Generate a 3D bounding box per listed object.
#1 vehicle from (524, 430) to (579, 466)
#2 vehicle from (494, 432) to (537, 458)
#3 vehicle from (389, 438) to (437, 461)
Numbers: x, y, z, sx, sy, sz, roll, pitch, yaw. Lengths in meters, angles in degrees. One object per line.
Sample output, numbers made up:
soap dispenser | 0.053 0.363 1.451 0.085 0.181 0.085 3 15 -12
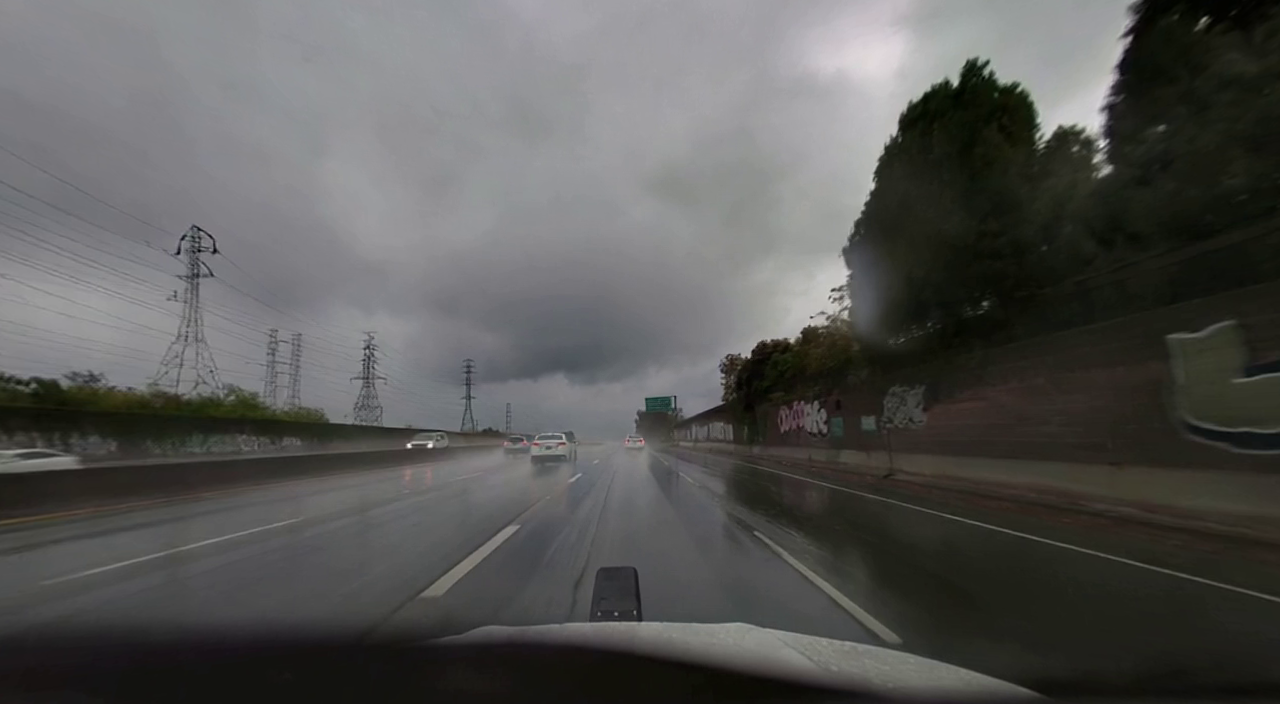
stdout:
vehicle | -4.254 4.660 30.881 2.118 1.640 4.031 0 -8 0
vehicle | -8.185 6.137 41.764 2.033 1.615 4.168 0 -8 0
vehicle | -16.107 6.878 44.882 1.929 1.531 4.100 0 -8 0
